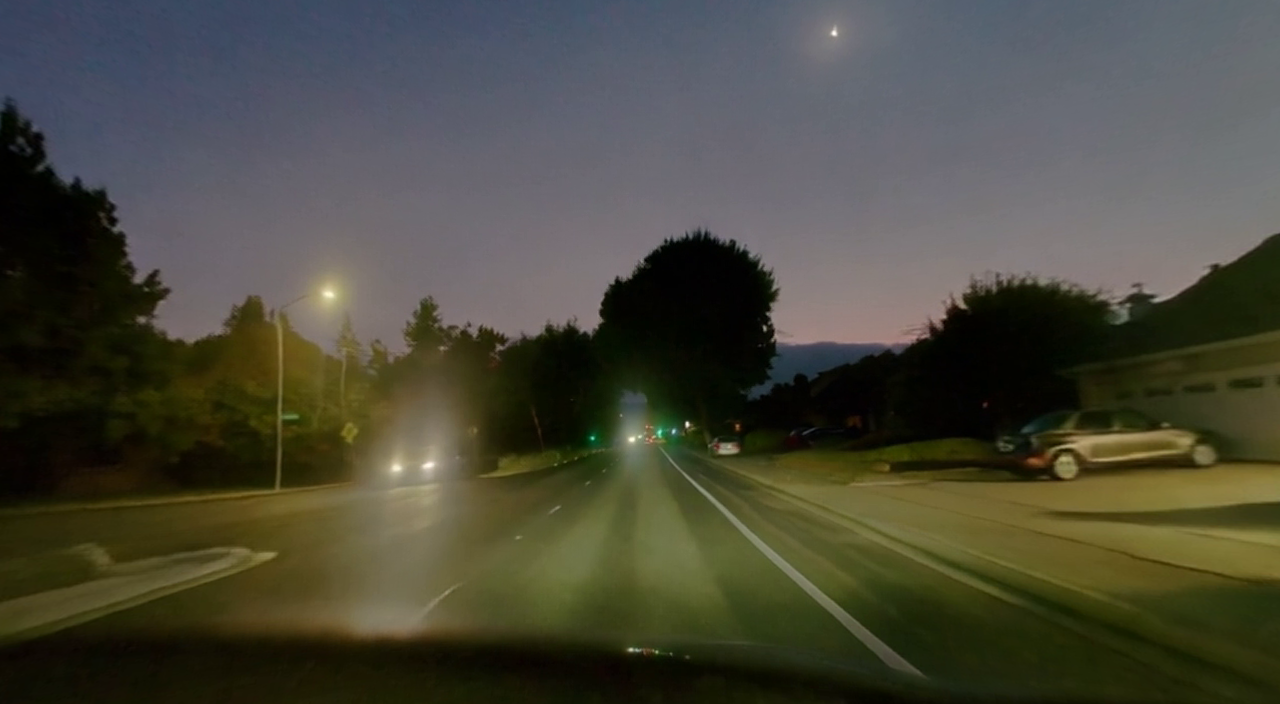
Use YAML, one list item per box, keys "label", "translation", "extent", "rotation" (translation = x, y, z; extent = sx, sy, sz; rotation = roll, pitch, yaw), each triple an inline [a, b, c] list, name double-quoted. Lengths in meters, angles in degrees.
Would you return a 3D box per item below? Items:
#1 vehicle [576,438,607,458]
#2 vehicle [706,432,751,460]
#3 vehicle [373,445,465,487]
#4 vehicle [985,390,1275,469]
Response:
- label: "vehicle"
  translation: [-3.561, 7.061, 46.474]
  extent: [1.973, 1.400, 3.915]
  rotation: [0, -8, 0]
- label: "vehicle"
  translation: [5.248, 5.637, 37.770]
  extent: [1.995, 1.546, 4.474]
  rotation: [0, -8, -1]
- label: "vehicle"
  translation: [-8.932, 4.593, 25.906]
  extent: [2.027, 1.522, 4.469]
  rotation: [-1, -8, 2]
- label: "vehicle"
  translation: [10.317, 1.678, 13.582]
  extent: [4.606, 1.525, 1.932]
  rotation: [0, -8, -1]
